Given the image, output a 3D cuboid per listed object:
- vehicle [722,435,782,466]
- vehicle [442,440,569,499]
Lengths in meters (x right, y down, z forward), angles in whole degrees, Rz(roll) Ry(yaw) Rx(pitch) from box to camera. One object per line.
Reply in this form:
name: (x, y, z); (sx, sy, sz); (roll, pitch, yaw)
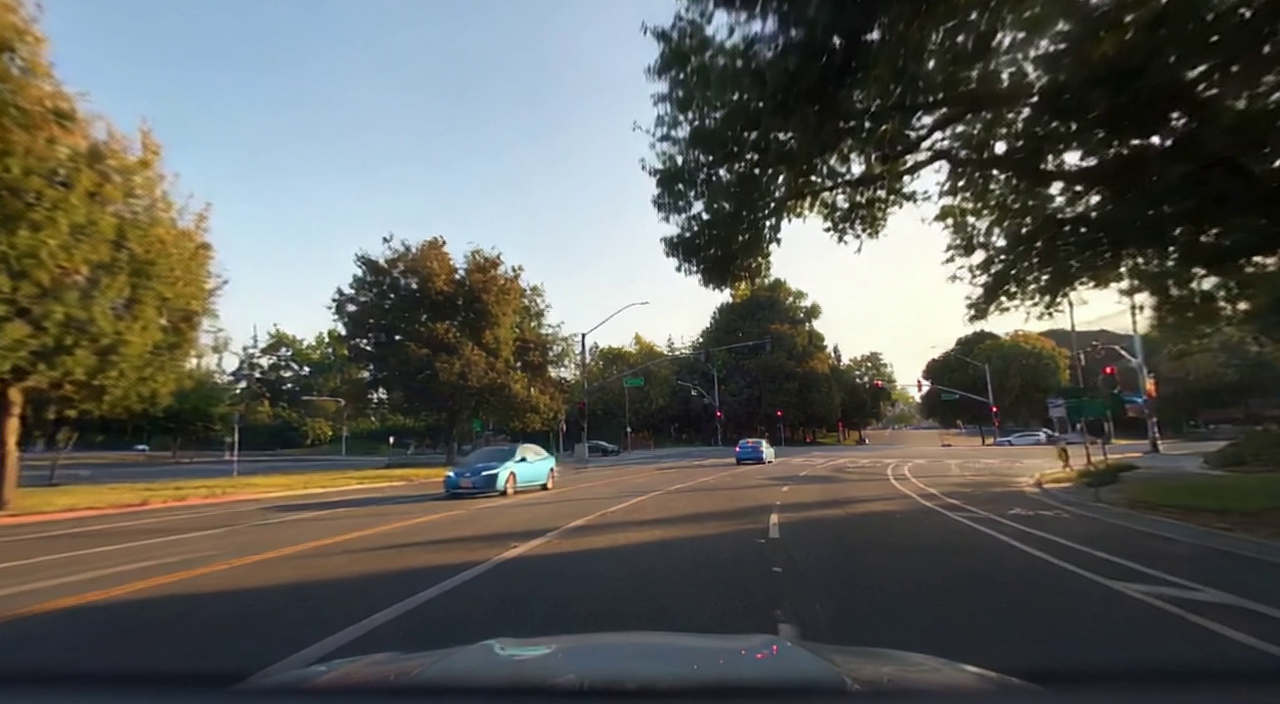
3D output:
vehicle: (6.272, 5.448, 34.921); (2.055, 1.573, 4.065); (-5, -10, 28)
vehicle: (-3.934, 3.527, 19.396); (1.983, 1.562, 4.652); (-2, -9, 13)
